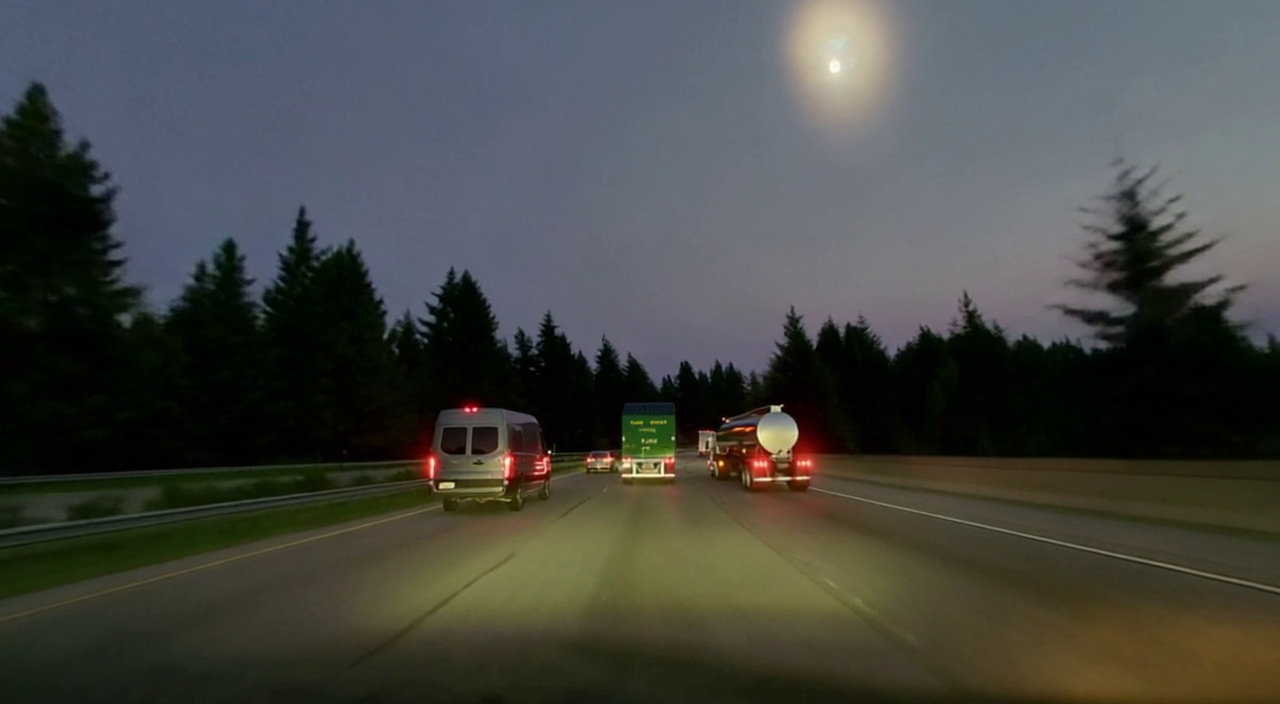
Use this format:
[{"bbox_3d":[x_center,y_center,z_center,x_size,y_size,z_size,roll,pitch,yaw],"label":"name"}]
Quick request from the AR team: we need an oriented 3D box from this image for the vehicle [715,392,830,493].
[{"bbox_3d":[5.254,4.023,27.664,2.706,3.500,11.483,0,-9,1],"label":"vehicle"}]

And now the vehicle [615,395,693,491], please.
[{"bbox_3d":[0.329,4.063,27.589,2.773,3.455,9.118,0,-9,-3],"label":"vehicle"}]

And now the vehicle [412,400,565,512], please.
[{"bbox_3d":[-3.881,2.896,17.791,2.525,2.572,6.260,0,-9,2],"label":"vehicle"}]

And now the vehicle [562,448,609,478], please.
[{"bbox_3d":[-3.177,6.567,37.689,2.134,1.652,4.439,-1,-9,3],"label":"vehicle"}]
